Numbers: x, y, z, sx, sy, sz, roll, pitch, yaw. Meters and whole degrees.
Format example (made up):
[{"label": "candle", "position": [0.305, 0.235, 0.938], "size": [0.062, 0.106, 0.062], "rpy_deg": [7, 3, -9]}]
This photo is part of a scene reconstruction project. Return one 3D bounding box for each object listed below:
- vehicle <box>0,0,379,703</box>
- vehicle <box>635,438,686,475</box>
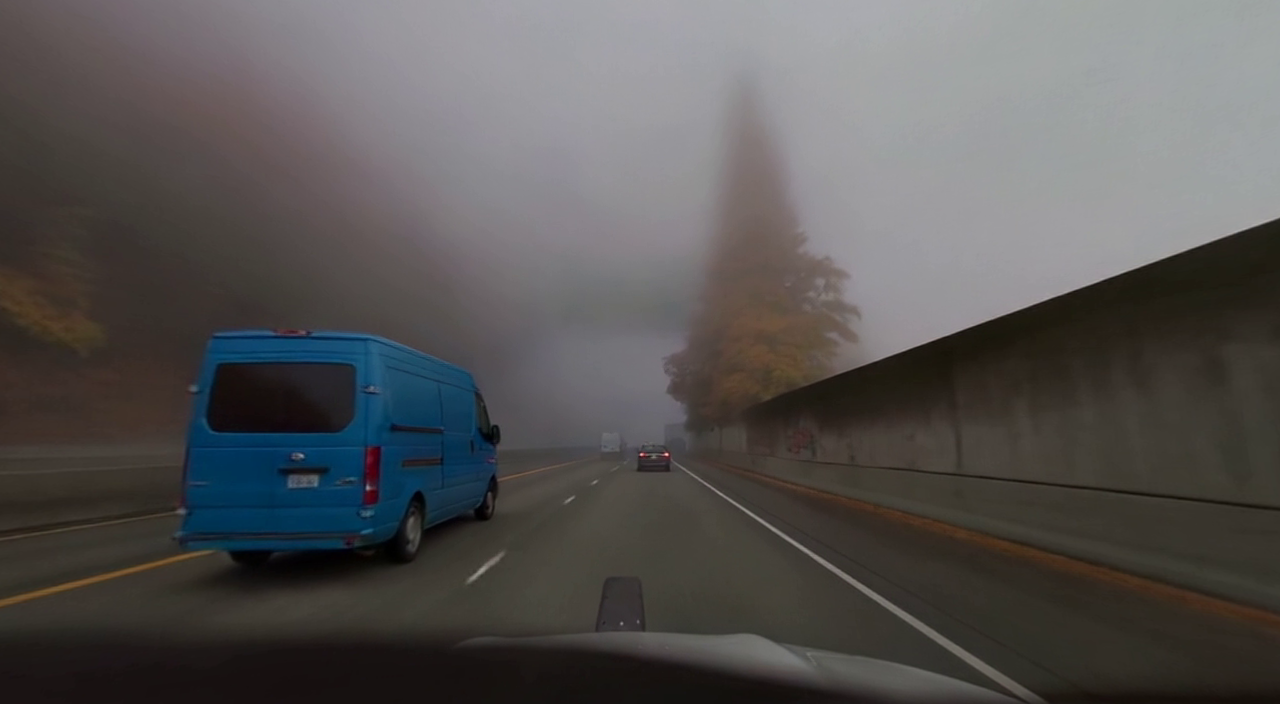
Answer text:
[{"label": "vehicle", "position": [-3.471, 0.159, 2.867], "size": [2.334, 2.769, 5.087], "rpy_deg": [0, -8, -1]}, {"label": "vehicle", "position": [0.864, 4.513, 27.424], "size": [2.071, 1.487, 3.948], "rpy_deg": [0, -8, 1]}]
